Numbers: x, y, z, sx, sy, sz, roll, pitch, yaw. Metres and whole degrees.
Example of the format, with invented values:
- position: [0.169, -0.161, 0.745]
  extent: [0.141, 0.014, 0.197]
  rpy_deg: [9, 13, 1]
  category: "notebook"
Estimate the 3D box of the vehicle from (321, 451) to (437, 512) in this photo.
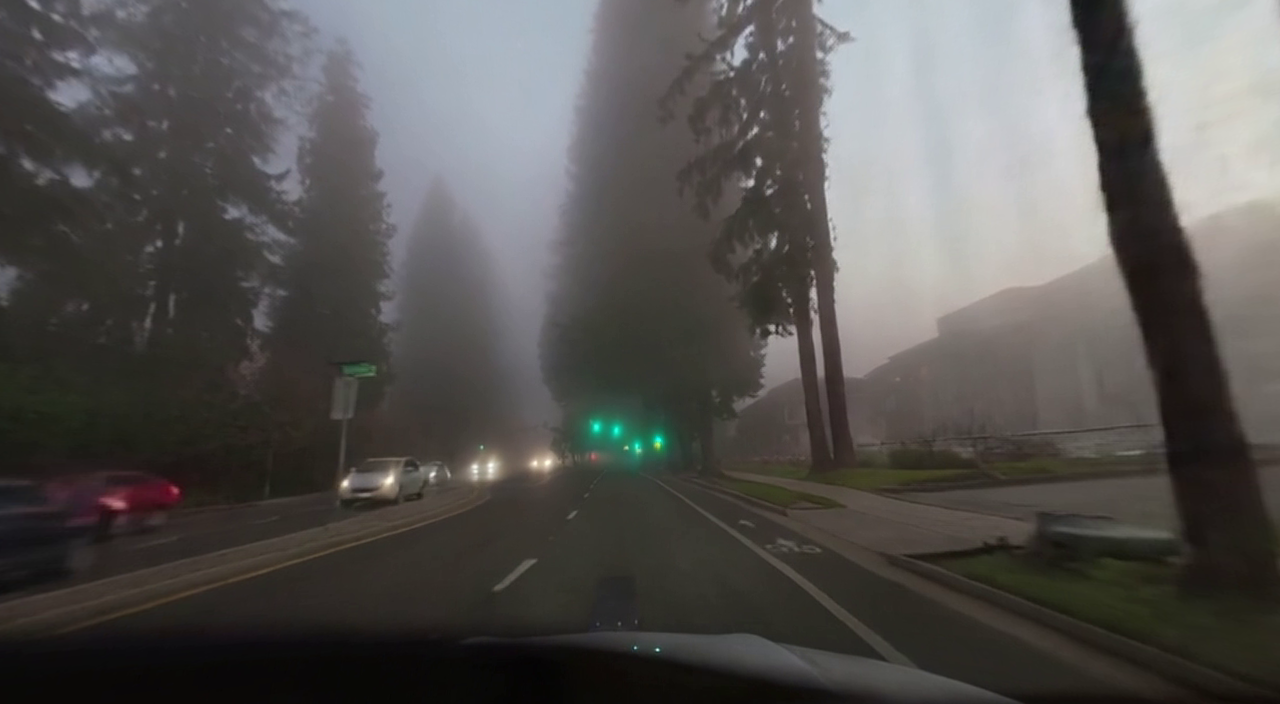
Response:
- position: [-8.865, 4.383, 21.920]
  extent: [2.057, 1.805, 4.933]
  rpy_deg: [0, -9, -2]
  category: "vehicle"

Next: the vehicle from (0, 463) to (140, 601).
- position: [-8.237, 2.051, 6.841]
  extent: [2.050, 1.486, 4.512]
  rpy_deg: [-2, -9, -3]
  category: "vehicle"

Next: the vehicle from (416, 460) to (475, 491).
- position: [-10.923, 6.940, 35.671]
  extent: [1.925, 1.503, 4.411]
  rpy_deg: [0, -9, 1]
  category: "vehicle"
